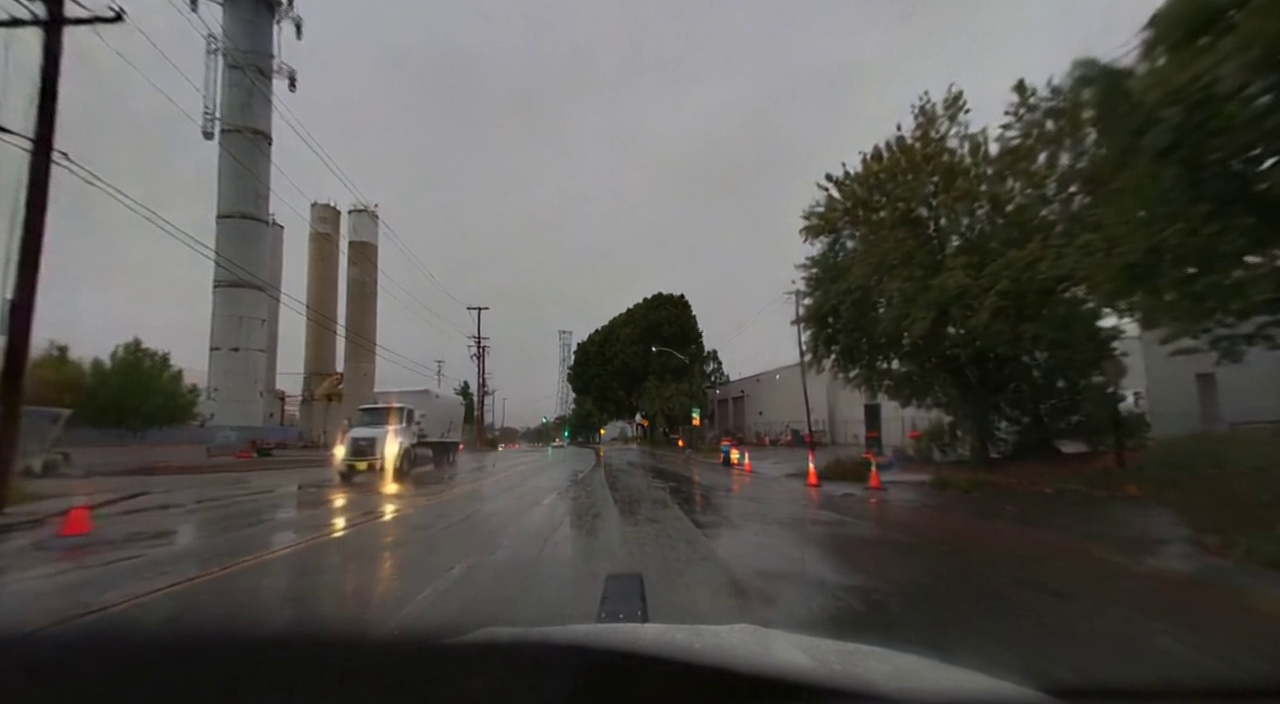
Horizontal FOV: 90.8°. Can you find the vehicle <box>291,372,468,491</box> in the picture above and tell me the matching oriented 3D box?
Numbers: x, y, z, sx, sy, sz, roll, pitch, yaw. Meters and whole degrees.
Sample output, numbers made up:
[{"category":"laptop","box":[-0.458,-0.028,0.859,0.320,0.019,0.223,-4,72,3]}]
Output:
[{"category":"vehicle","box":[-8.229,2.702,21.373,2.991,3.173,7.929,-1,-8,-3]}]
